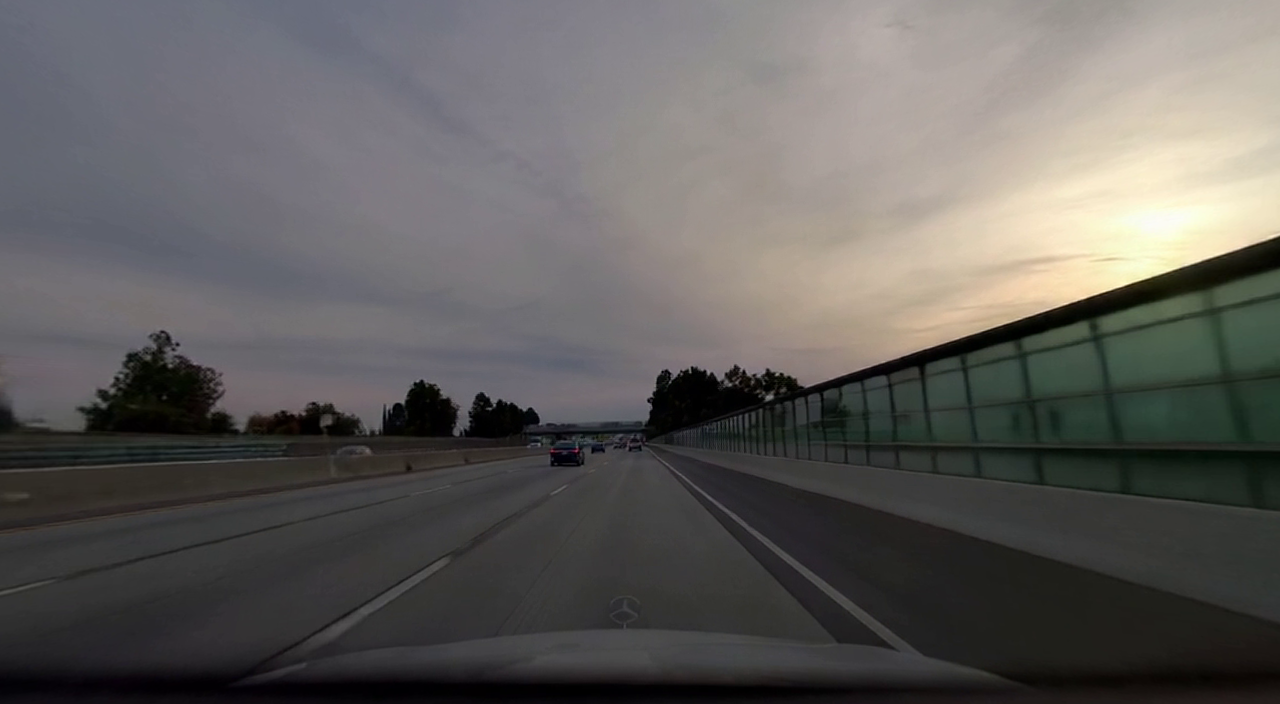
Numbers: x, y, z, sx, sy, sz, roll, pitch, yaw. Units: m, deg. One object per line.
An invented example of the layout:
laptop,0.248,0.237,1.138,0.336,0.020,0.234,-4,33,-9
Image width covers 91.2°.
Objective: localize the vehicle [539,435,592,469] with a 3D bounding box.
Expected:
vehicle,-3.546,4.884,30.726,2.059,1.541,4.296,0,-8,0
